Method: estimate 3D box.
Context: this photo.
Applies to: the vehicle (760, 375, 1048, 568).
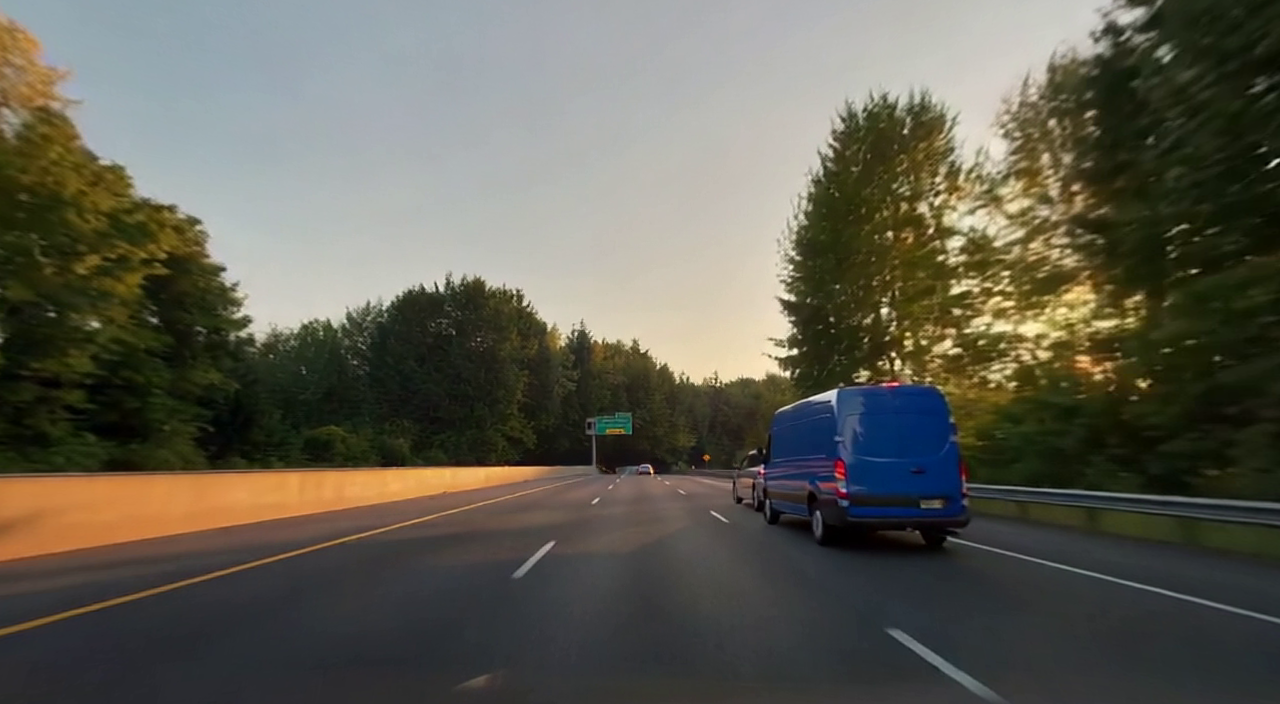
[{"bbox_3d":[4.402,2.320,12.425,2.737,2.711,6.687,1,-11,0],"label":"vehicle"}]
